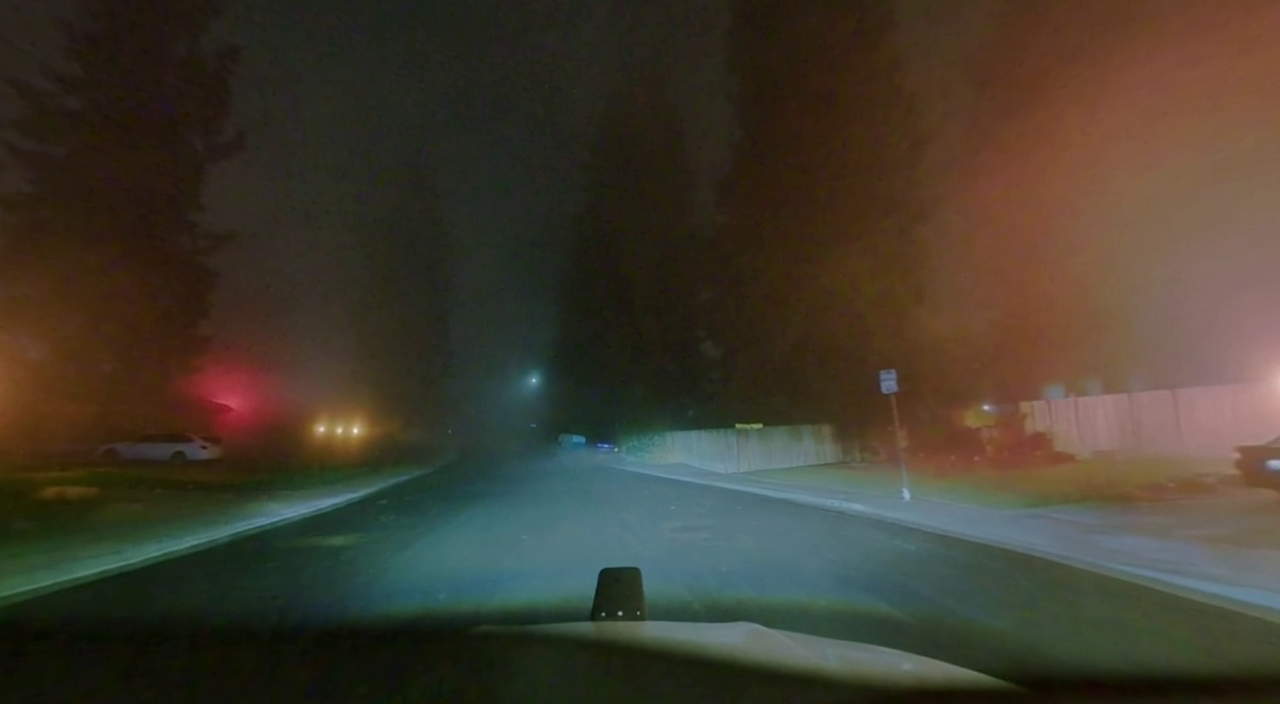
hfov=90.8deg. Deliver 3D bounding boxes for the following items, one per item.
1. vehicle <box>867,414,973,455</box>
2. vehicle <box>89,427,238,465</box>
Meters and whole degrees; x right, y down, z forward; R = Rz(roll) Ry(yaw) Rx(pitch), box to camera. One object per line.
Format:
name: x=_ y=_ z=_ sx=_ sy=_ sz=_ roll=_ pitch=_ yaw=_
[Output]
vehicle: x=14.861 y=4.422 z=33.729 sx=4.829 sy=1.772 sz=2.092 roll=-8 pitch=-9 yaw=22
vehicle: x=-20.667 y=4.157 z=27.640 sx=4.654 sy=1.457 sz=1.986 roll=3 pitch=-11 yaw=-10
